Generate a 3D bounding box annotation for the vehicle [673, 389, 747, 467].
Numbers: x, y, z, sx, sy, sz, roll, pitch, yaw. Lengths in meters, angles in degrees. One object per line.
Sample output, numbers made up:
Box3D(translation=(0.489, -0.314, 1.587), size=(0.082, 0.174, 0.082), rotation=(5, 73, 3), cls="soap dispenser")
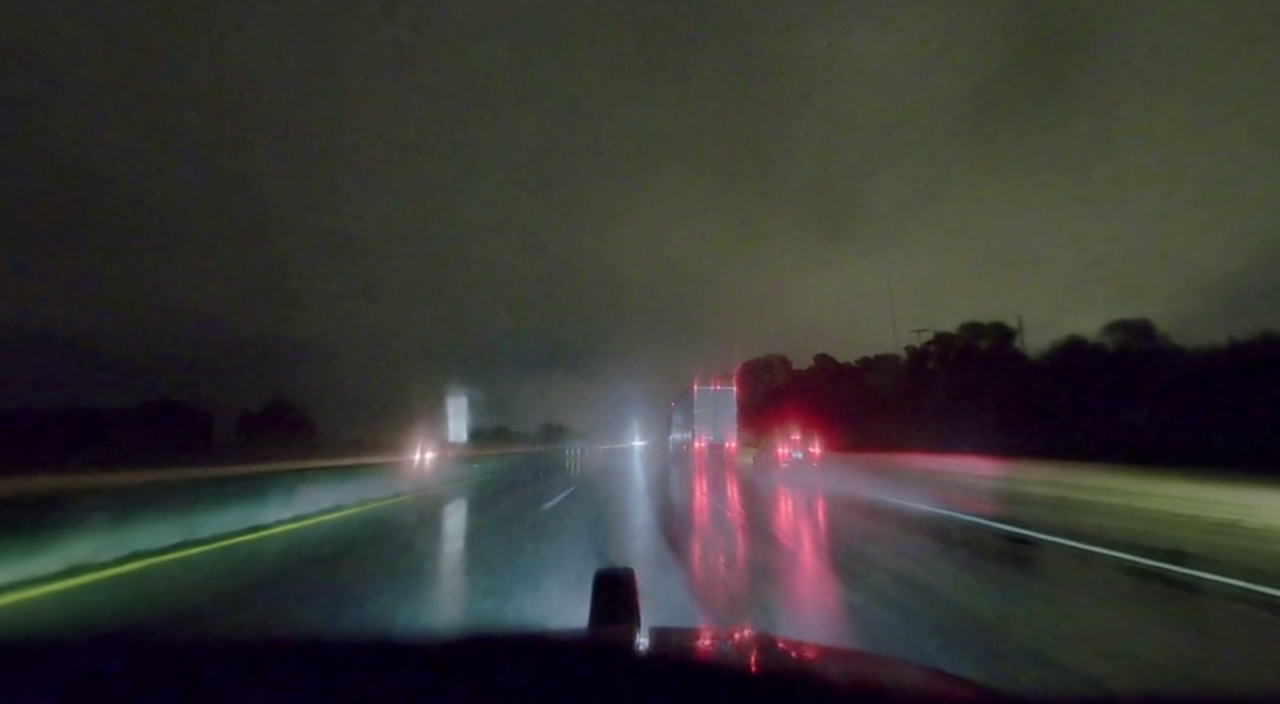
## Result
Box3D(translation=(4.097, 5.049, 40.783), size=(2.960, 4.099, 14.097), rotation=(0, -8, -1), cls="vehicle")
